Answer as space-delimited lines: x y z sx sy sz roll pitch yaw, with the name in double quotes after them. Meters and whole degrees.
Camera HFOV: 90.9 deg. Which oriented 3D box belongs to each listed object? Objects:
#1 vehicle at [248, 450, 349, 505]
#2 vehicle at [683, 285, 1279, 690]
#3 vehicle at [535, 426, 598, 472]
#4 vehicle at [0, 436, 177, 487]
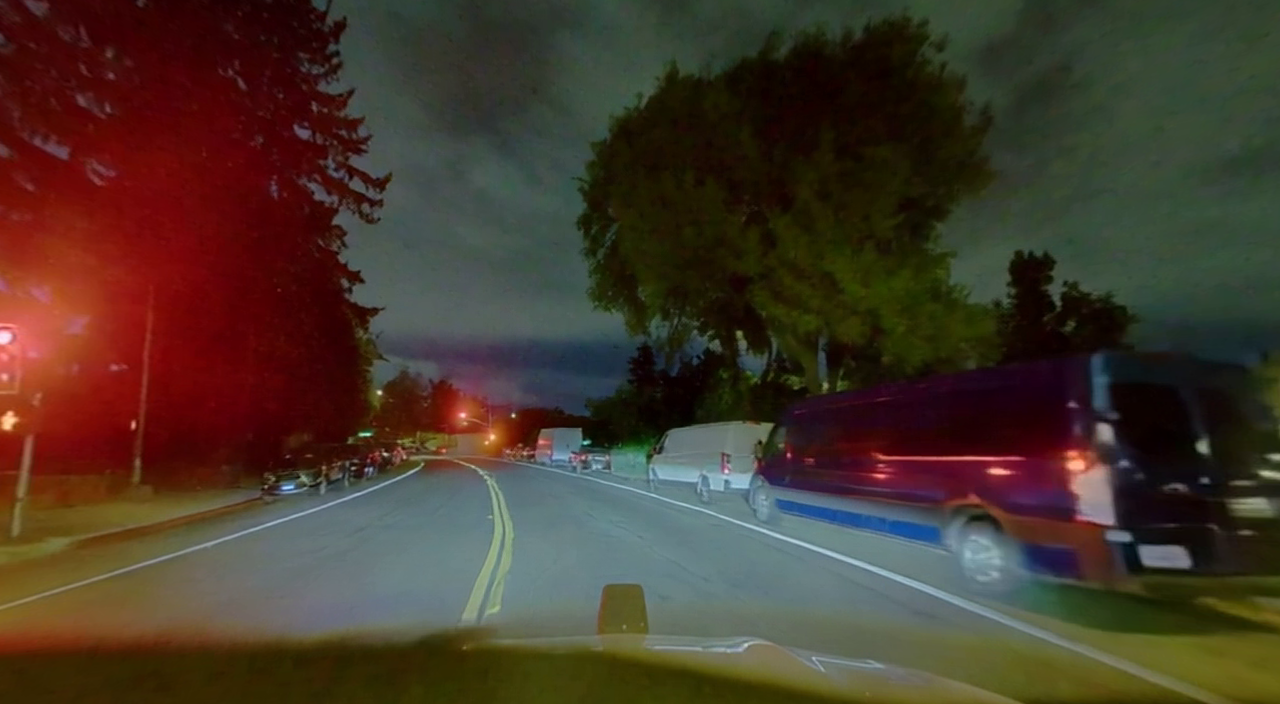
-10.812 3.947 20.296 1.950 1.489 4.214 1 -9 -16 "vehicle"
3.454 1.530 8.750 3.041 2.164 10.370 1 -9 -11 "vehicle"
-5.158 6.657 43.378 3.089 2.882 6.770 2 -9 -17 "vehicle"
-20.292 4.051 23.420 4.422 1.689 2.021 0 -9 -9 "vehicle"
